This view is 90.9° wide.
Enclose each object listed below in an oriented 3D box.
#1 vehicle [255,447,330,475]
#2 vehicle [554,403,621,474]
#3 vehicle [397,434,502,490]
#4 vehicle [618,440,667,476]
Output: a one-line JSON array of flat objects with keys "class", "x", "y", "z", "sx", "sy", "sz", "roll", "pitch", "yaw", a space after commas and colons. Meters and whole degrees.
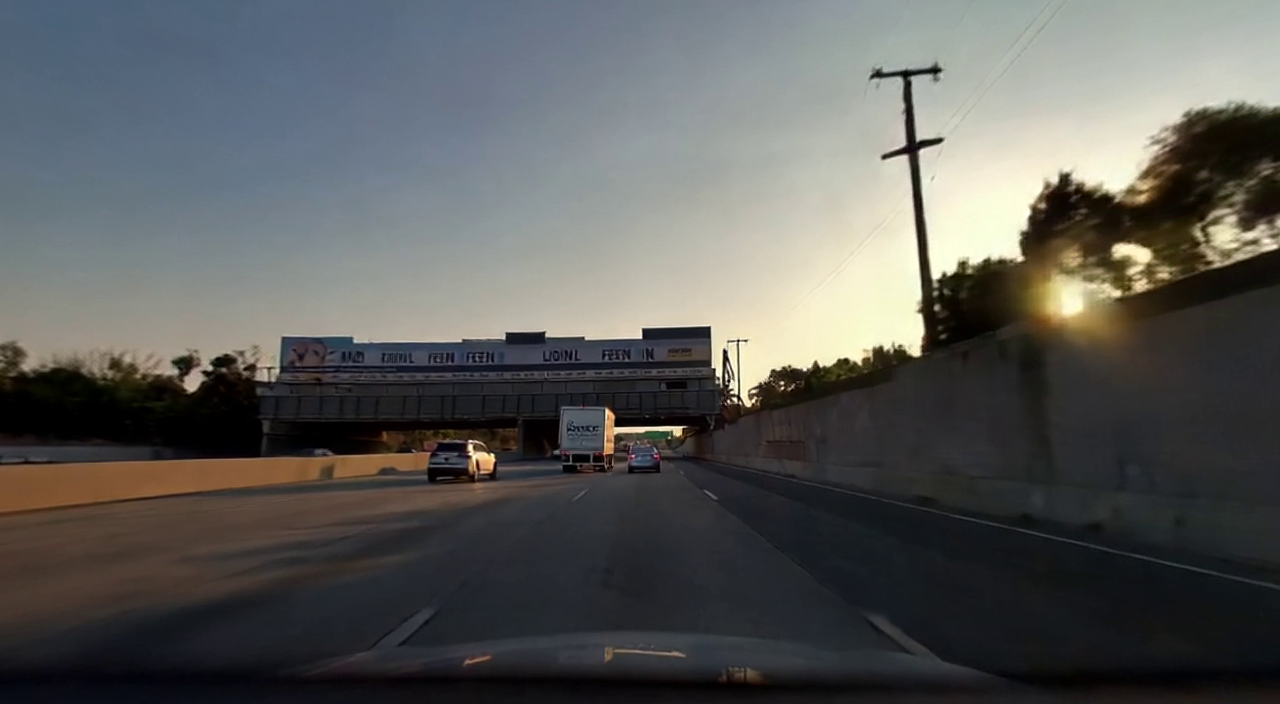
[{"class": "vehicle", "x": -18.956, "y": 5.955, "z": 34.560, "sx": 1.874, "sy": 1.427, "sz": 3.839, "roll": 0, "pitch": -9, "yaw": 1}, {"class": "vehicle", "x": -2.739, "y": 4.948, "z": 35.627, "sx": 2.794, "sy": 3.460, "sz": 8.595, "roll": 0, "pitch": -9, "yaw": 2}, {"class": "vehicle", "x": -6.372, "y": 3.740, "z": 21.721, "sx": 2.124, "sy": 1.674, "sz": 4.541, "roll": 0, "pitch": -9, "yaw": 1}, {"class": "vehicle", "x": 0.147, "y": 5.039, "z": 30.196, "sx": 2.168, "sy": 1.597, "sz": 3.615, "roll": 0, "pitch": -9, "yaw": 1}]
